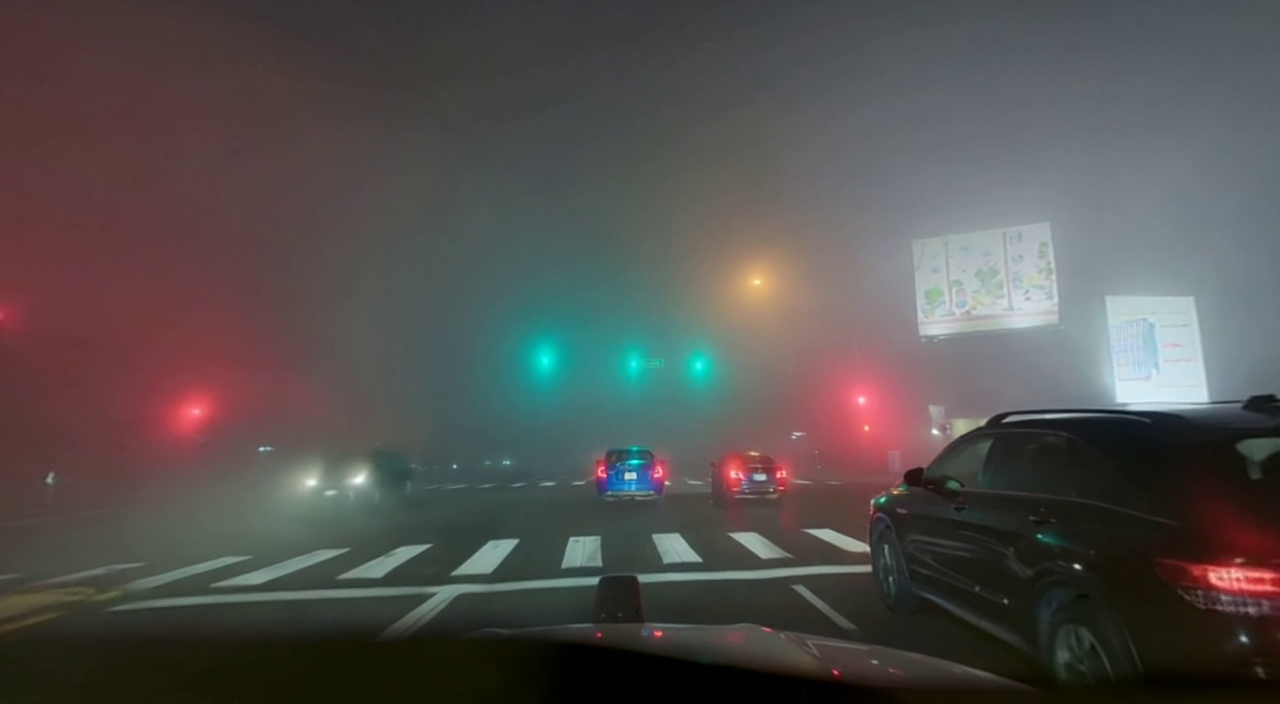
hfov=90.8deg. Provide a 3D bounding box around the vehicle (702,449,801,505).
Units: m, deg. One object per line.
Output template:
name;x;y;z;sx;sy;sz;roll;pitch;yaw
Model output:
vehicle;3.137;3.606;18.780;2.009;1.414;4.416;0;-8;-2

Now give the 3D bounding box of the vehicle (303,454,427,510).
vehicle;-8.727;4.123;20.563;1.879;1.510;4.619;0;-8;1

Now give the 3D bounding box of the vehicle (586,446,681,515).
vehicle;-0.210;3.133;15.943;2.095;1.502;3.873;0;-8;-2

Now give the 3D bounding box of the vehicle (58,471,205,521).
vehicle;-19.194;5.410;24.178;1.942;1.453;4.448;0;-8;0

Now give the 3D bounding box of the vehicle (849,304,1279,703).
vehicle;2.974;0.987;3.533;2.047;1.785;4.357;0;-8;-1
